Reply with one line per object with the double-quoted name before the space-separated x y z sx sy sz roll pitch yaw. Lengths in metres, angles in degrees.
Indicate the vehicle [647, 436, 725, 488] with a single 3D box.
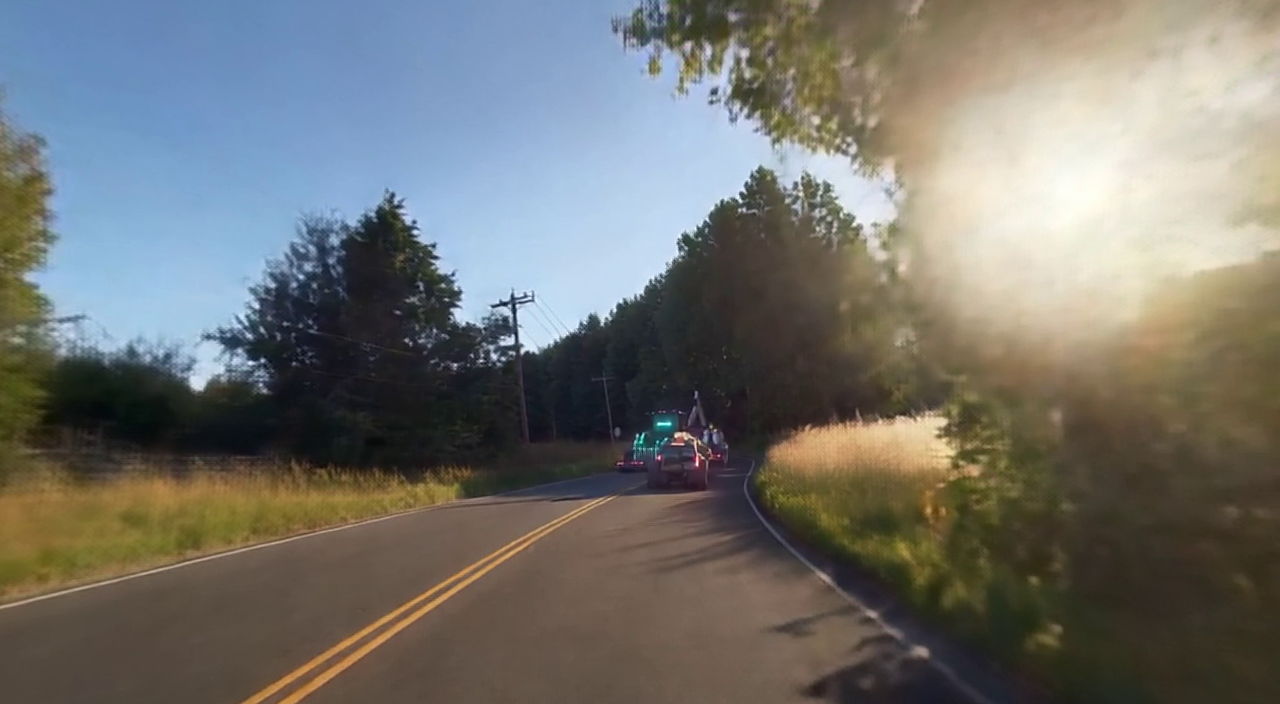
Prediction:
"vehicle" 1.556 3.440 20.113 2.196 1.465 4.294 -1 -8 7
